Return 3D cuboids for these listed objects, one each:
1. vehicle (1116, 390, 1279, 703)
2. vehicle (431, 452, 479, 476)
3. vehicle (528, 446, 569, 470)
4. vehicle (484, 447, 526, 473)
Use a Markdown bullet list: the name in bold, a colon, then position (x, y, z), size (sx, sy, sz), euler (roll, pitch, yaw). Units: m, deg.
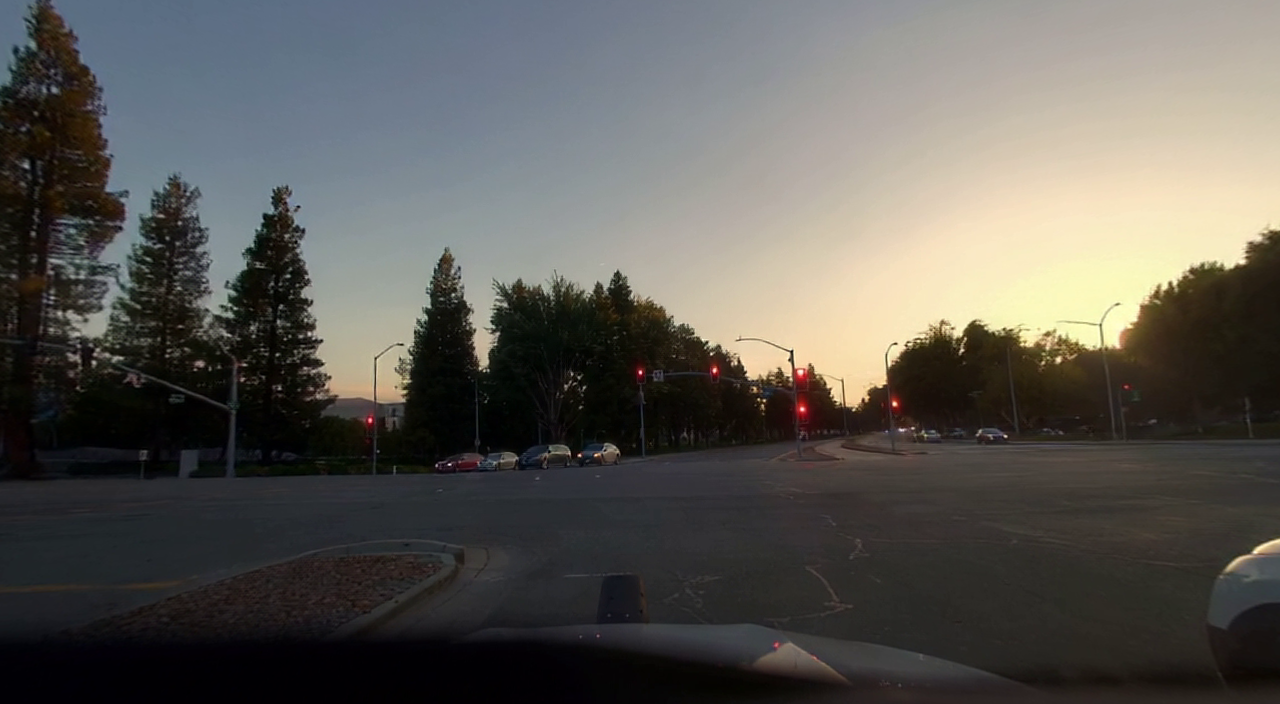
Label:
- **vehicle**: position (3.058, 0.617, 0.432), size (1.978, 1.468, 4.544), euler (0, -9, 1)
- **vehicle**: position (-13.409, 8.119, 45.994), size (2.101, 1.637, 4.304), euler (0, -9, 1)
- **vehicle**: position (-6.556, 7.612, 45.508), size (2.126, 1.657, 4.307), euler (-1, -9, 2)
- **vehicle**: position (-9.791, 7.840, 45.944), size (2.064, 1.725, 4.243), euler (0, -9, 1)
